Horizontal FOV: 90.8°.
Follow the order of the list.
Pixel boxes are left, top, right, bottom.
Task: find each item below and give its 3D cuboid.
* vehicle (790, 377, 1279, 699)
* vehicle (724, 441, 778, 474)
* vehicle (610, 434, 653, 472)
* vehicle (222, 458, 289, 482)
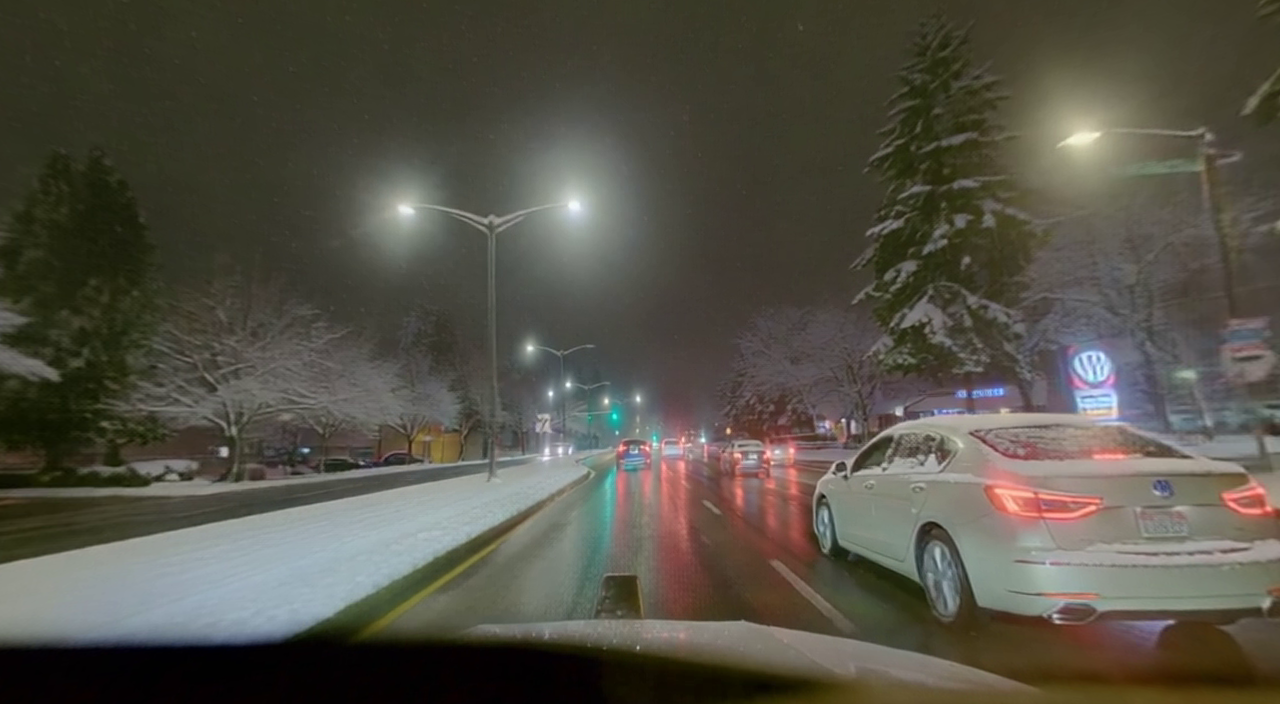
[{"bbox_3d":[2.989,1.291,5.600,2.153,1.658,4.485,0,-8,-1],"label":"vehicle"},{"bbox_3d":[5.228,5.014,30.333,1.883,1.452,4.258,0,-8,1],"label":"vehicle"},{"bbox_3d":[-0.420,5.199,32.558,2.106,1.798,4.168,0,-8,0],"label":"vehicle"},{"bbox_3d":[-30.113,9.244,49.515,4.040,1.444,1.905,-4,-8,-1],"label":"vehicle"}]
